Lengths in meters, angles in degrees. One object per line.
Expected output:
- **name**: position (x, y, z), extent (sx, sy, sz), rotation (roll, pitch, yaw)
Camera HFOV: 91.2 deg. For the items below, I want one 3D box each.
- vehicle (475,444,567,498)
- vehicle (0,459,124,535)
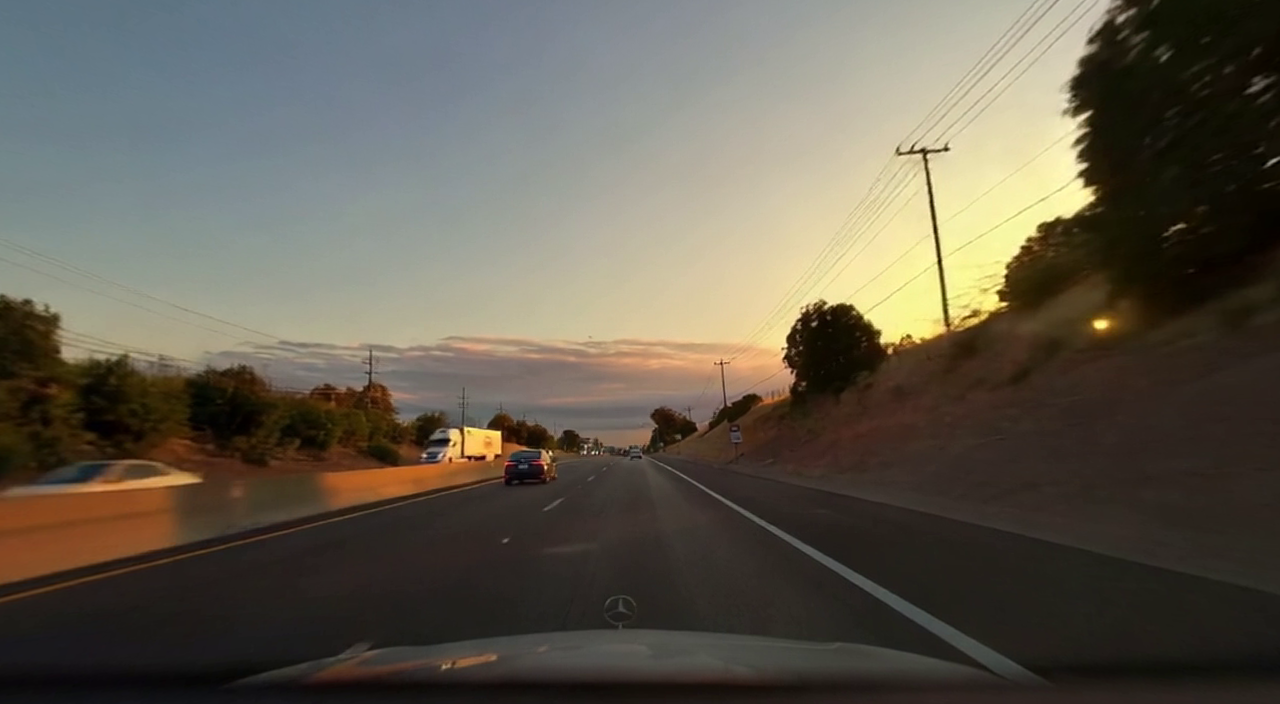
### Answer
- **vehicle**: position (-3.704, 3.805, 20.399), extent (2.123, 1.545, 4.404), rotation (0, -9, 0)
- **vehicle**: position (-12.994, 2.942, 12.917), extent (1.642, 1.383, 3.633), rotation (0, -9, -1)
